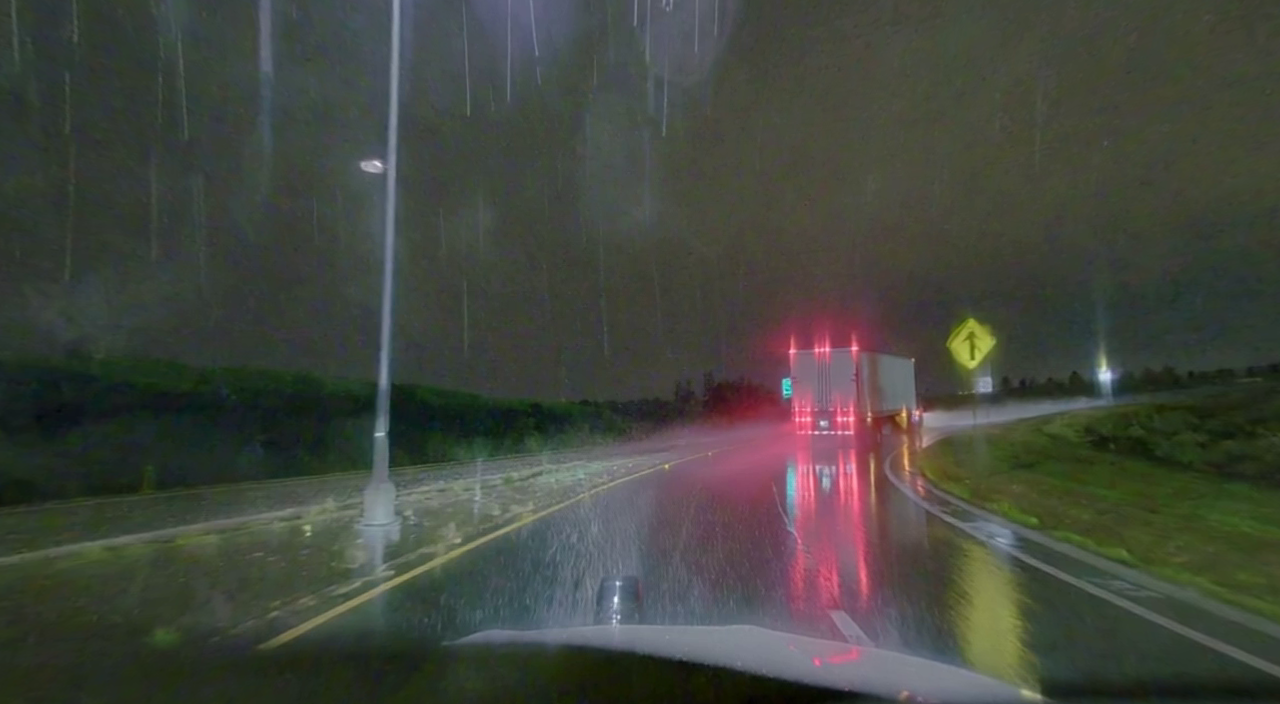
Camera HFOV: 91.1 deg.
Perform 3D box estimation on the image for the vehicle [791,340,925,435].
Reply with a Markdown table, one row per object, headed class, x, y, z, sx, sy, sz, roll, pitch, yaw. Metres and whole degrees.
| class | x | y | z | sx | sy | sz | roll | pitch | yaw |
| --- | --- | --- | --- | --- | --- | --- | --- | --- | --- |
| vehicle | 10.668 | 2.034 | 29.756 | 2.837 | 3.712 | 10.484 | -6 | -10 | 36 |
